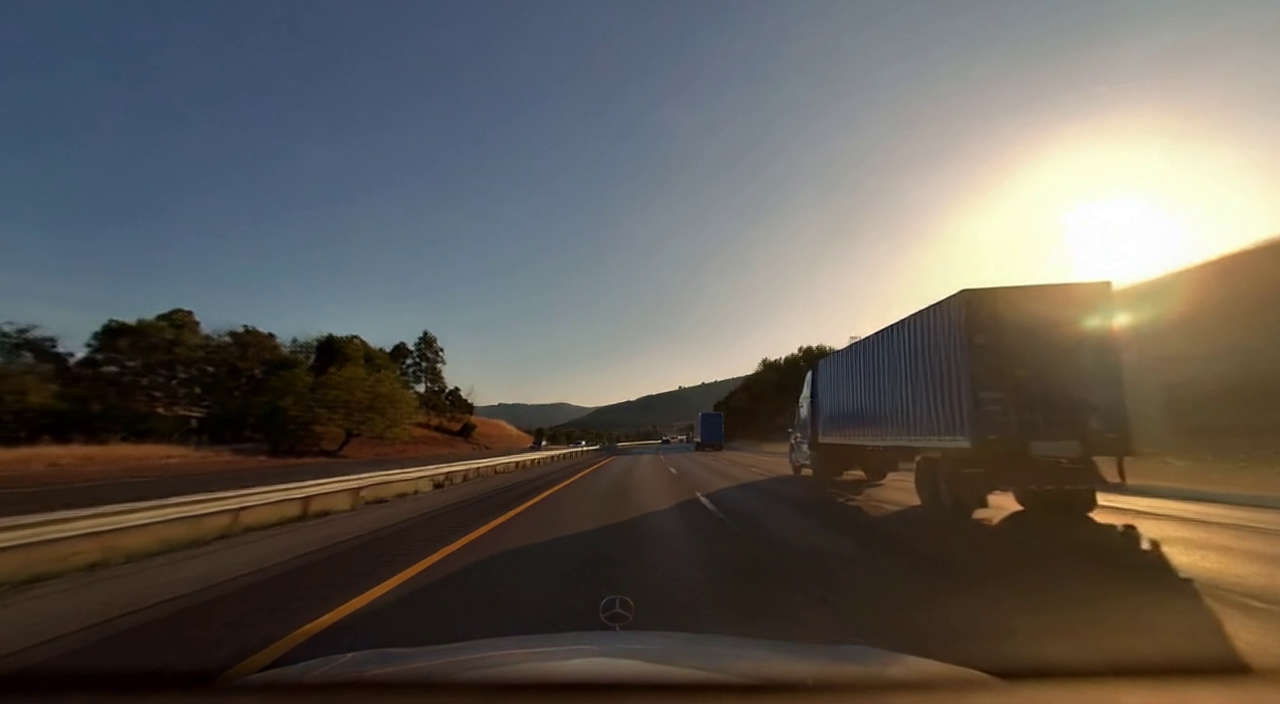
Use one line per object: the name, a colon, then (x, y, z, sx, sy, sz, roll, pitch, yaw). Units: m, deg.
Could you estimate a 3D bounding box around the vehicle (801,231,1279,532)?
vehicle: (7.252, 1.315, 15.446, 2.885, 4.075, 13.981, 0, -8, 0)
